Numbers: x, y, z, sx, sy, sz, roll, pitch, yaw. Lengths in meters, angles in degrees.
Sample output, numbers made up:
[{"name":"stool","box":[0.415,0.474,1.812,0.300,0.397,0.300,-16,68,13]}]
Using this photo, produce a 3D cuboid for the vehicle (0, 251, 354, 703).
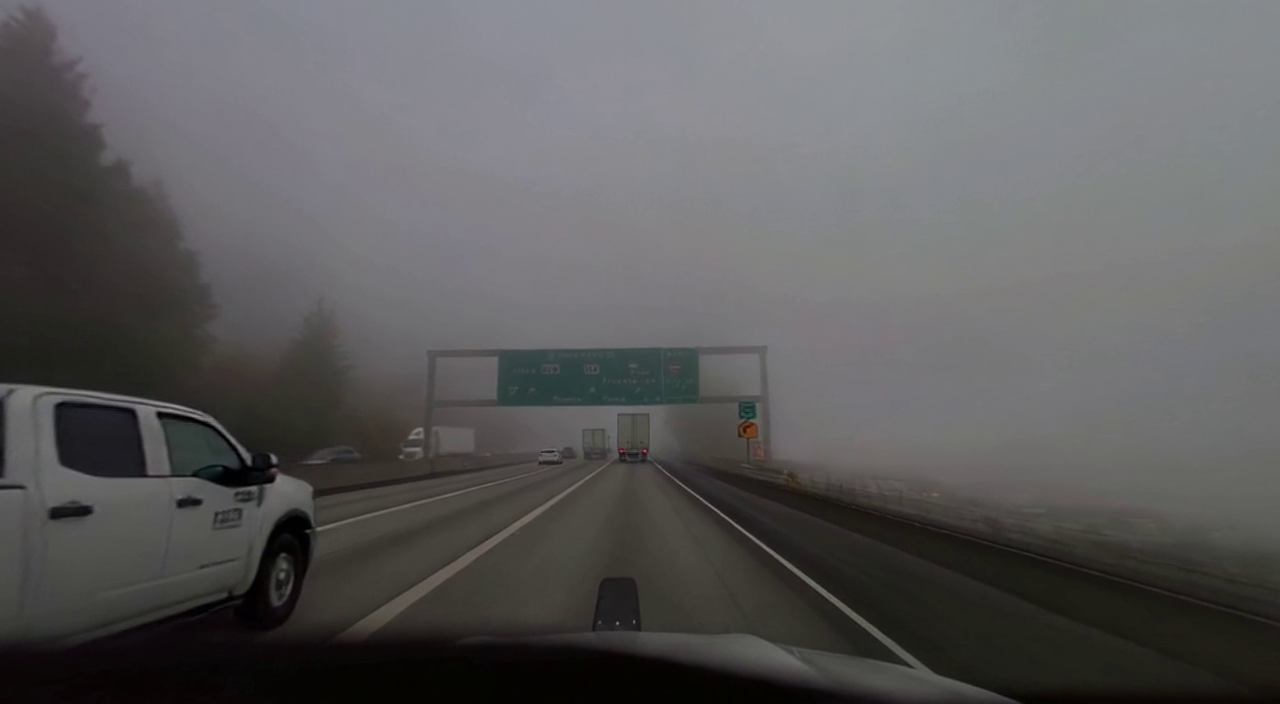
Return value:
[{"name":"vehicle","box":[-3.446,0.737,2.711,2.223,2.045,4.798,0,-8,-1]}]
